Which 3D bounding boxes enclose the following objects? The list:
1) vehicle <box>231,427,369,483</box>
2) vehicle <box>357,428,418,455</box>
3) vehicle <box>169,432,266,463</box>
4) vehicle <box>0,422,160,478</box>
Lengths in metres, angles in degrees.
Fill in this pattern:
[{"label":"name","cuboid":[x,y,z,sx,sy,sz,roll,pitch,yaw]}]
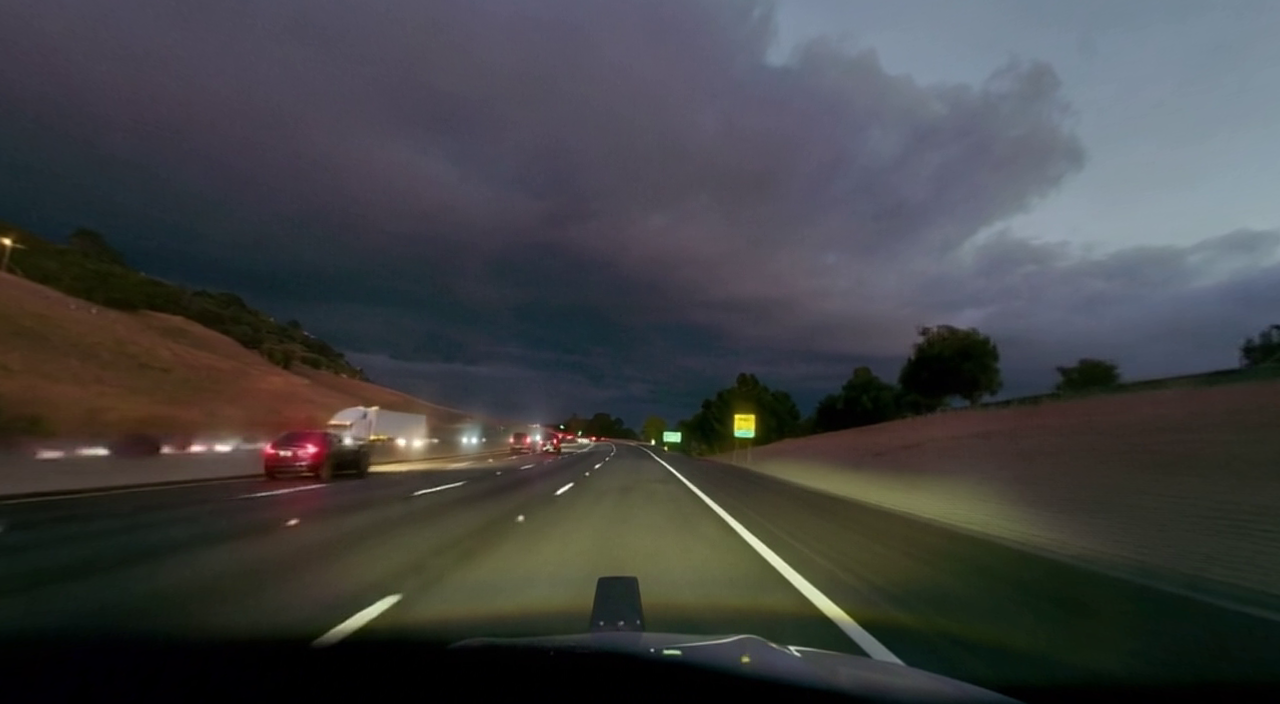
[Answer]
[{"label":"vehicle","cuboid":[-11.097,3.389,20.947,2.001,1.625,4.528,1,-8,1]},{"label":"vehicle","cuboid":[-18.606,6.667,46.598,2.179,1.790,5.517,1,-9,1]},{"label":"vehicle","cuboid":[-21.882,4.967,32.760,1.843,1.468,4.587,1,-8,0]},{"label":"vehicle","cuboid":[-18.071,3.110,20.095,1.889,1.546,4.305,1,-8,1]}]
